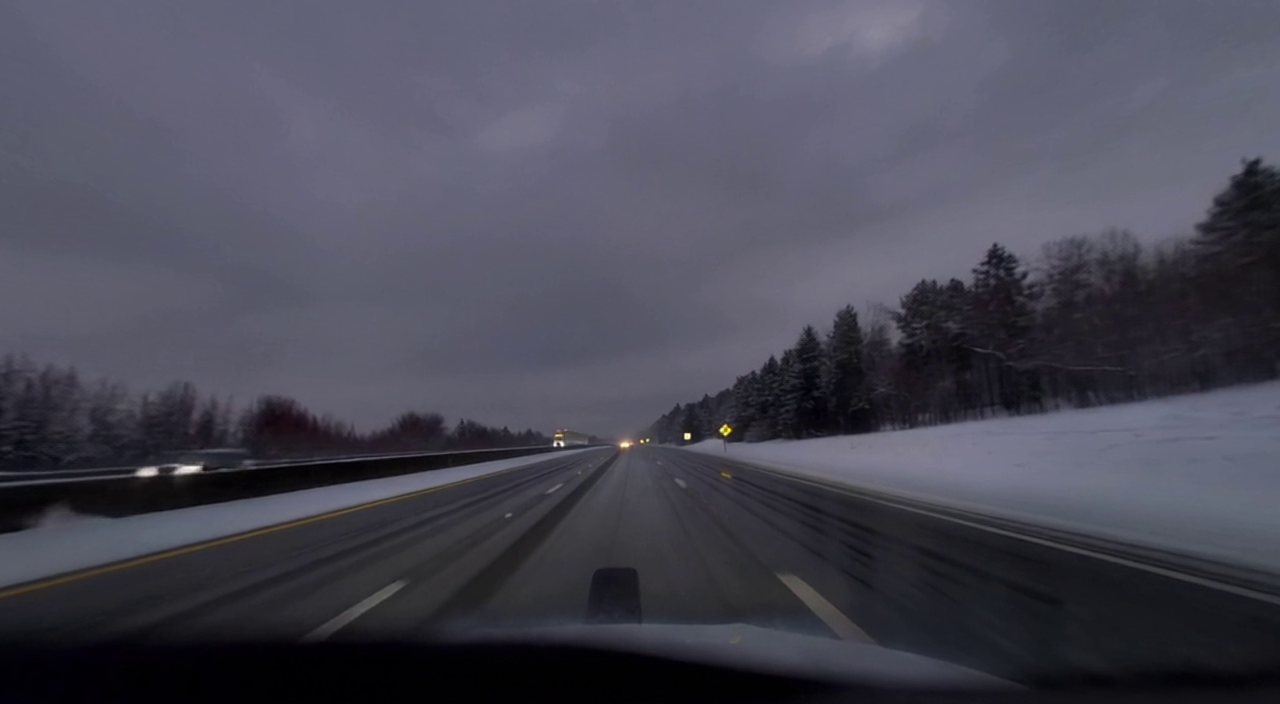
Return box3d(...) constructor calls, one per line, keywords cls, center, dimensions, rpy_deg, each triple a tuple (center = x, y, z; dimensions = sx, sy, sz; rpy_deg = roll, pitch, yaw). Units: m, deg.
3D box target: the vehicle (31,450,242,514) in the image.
box3d(cls="vehicle", center=(-13.430, 3.441, 17.295), dimensions=(1.942, 1.444, 4.697), rpy_deg=(0, -8, -1))
